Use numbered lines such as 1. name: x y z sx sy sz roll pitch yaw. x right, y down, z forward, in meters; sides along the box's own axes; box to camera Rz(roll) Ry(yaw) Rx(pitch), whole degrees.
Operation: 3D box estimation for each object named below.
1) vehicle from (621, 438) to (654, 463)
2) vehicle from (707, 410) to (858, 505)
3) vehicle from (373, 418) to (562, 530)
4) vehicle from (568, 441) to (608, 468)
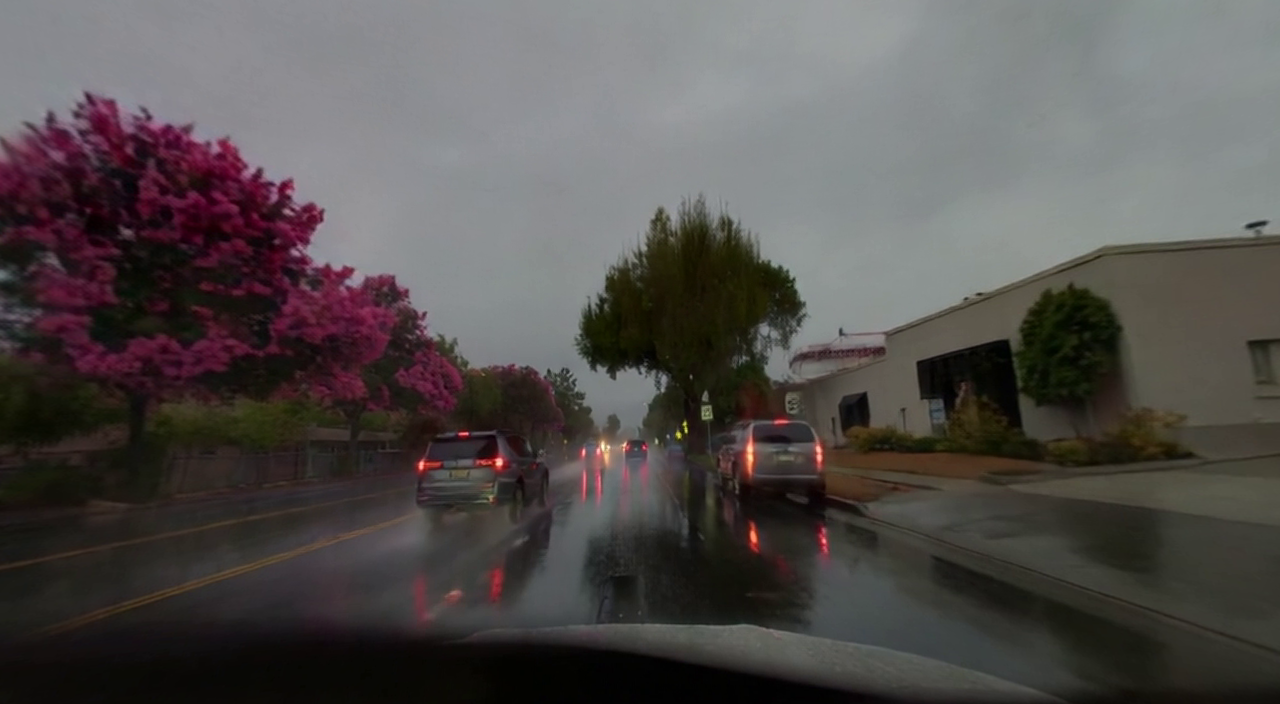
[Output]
1. vehicle: -0.194 7.538 48.305 2.376 1.801 4.317 0 -9 0
2. vehicle: 3.385 2.694 16.419 2.653 2.058 5.096 0 -9 -1
3. vehicle: -3.065 2.320 12.627 2.257 1.751 5.028 0 -9 1
4. vehicle: -3.179 6.414 39.725 2.167 1.634 4.220 0 -9 0
